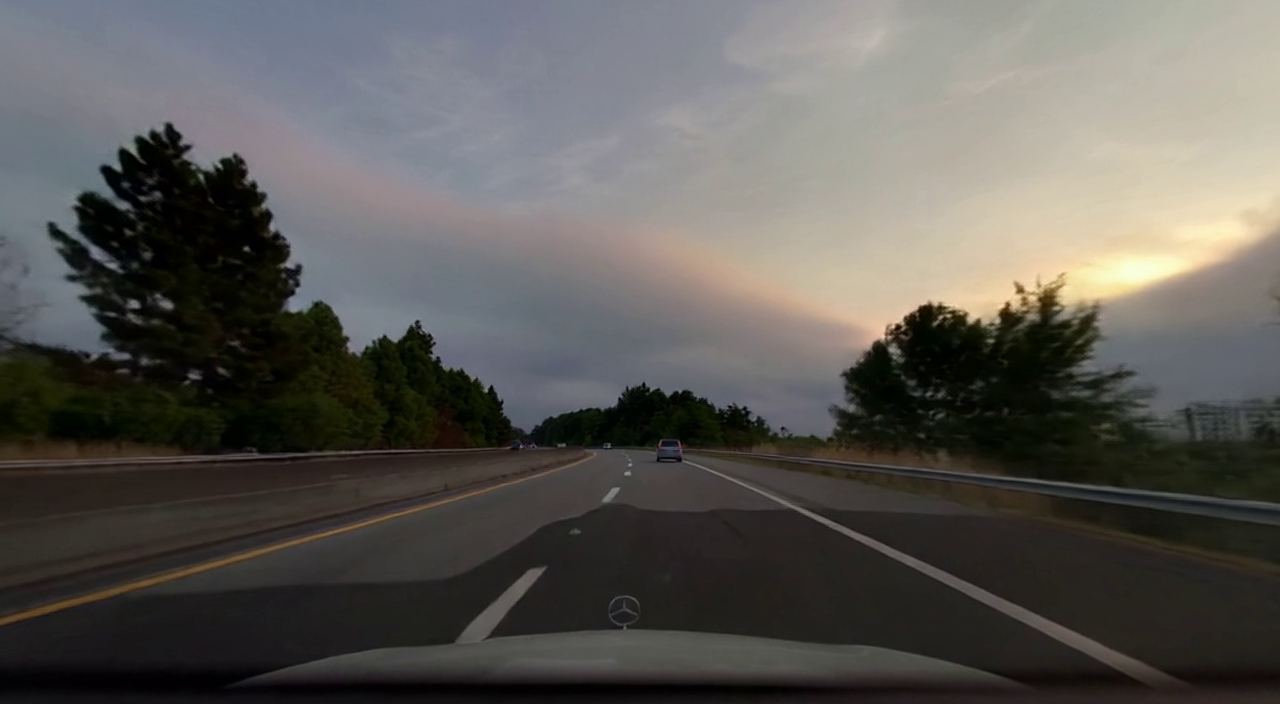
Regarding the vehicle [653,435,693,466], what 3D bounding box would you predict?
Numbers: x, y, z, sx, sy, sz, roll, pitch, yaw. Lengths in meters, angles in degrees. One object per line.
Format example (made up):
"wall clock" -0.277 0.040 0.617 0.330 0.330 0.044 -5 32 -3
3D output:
"vehicle" 1.923 5.870 37.698 2.079 1.729 4.380 0 -8 -1
